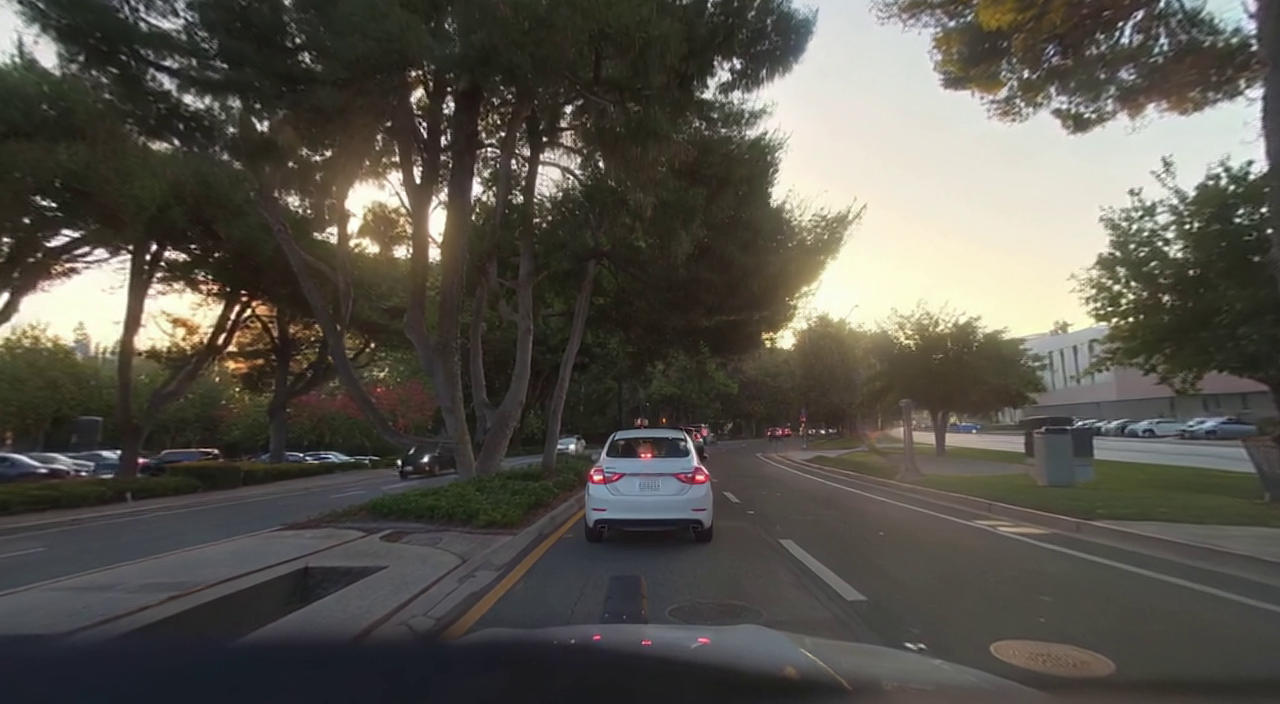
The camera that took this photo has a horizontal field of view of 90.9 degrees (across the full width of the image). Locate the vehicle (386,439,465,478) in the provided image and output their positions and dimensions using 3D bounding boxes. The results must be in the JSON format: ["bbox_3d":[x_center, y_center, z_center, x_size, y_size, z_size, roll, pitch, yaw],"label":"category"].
[{"bbox_3d":[-10.199,5.074,30.426,2.005,1.701,4.355,-1,-8,5],"label":"vehicle"}]

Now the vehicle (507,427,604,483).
[{"bbox_3d":[-2.895,3.673,22.783,2.057,1.786,4.725,-2,-8,11],"label":"vehicle"}]

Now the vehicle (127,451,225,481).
[{"bbox_3d":[-26.686,6.554,36.316,4.256,1.633,1.940,-1,-8,6],"label":"vehicle"}]

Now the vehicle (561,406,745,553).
[{"bbox_3d":[0.171,1.800,9.563,2.154,1.710,4.128,-1,-8,1],"label":"vehicle"}]

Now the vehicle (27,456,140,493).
[{"bbox_3d":[-27.267,5.990,30.951,4.272,1.438,1.801,-5,-9,9],"label":"vehicle"}]
